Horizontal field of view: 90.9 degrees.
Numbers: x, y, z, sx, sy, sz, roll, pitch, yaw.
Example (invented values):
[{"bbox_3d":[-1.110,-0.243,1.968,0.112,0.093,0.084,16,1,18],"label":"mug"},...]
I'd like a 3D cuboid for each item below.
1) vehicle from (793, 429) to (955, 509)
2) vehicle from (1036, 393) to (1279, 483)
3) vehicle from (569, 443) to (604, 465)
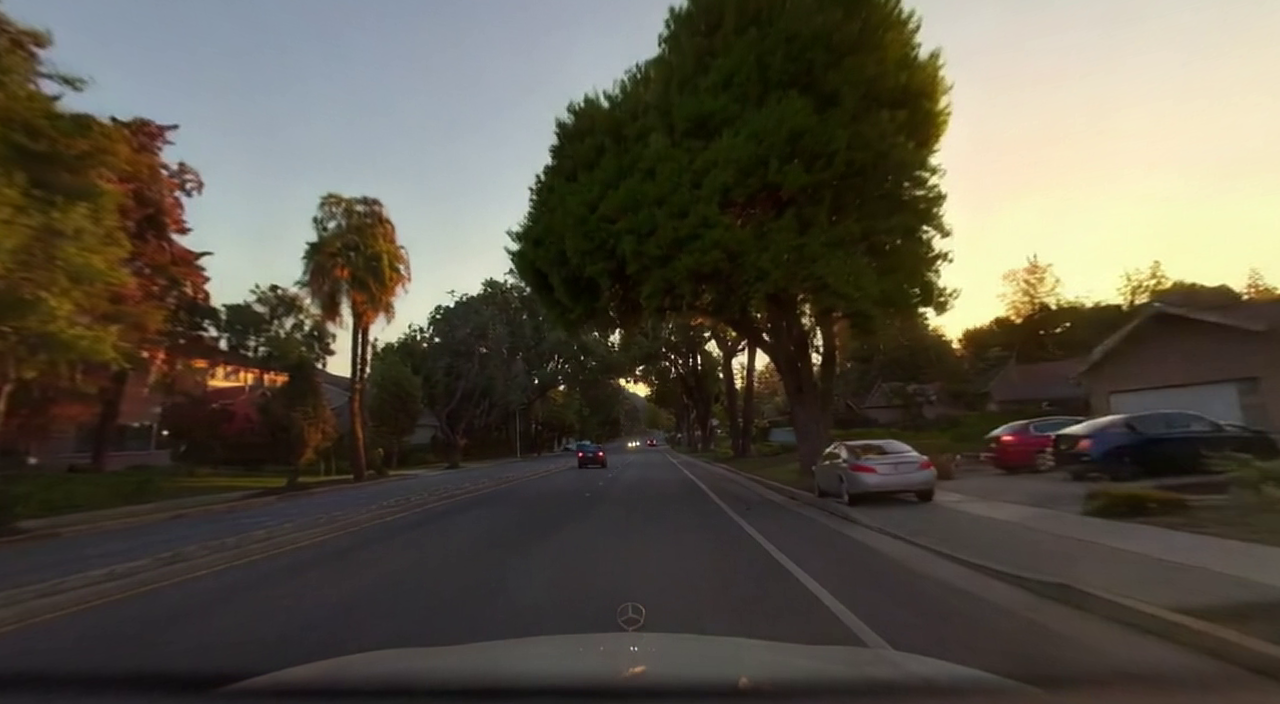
[{"bbox_3d":[5.094,2.616,14.539,1.995,1.546,4.474,0,-9,0],"label":"vehicle"},{"bbox_3d":[10.872,1.773,12.946,4.037,1.673,1.983,-1,-9,2],"label":"vehicle"},{"bbox_3d":[-3.631,6.952,43.238,1.973,1.400,3.915,0,-9,1],"label":"vehicle"}]
